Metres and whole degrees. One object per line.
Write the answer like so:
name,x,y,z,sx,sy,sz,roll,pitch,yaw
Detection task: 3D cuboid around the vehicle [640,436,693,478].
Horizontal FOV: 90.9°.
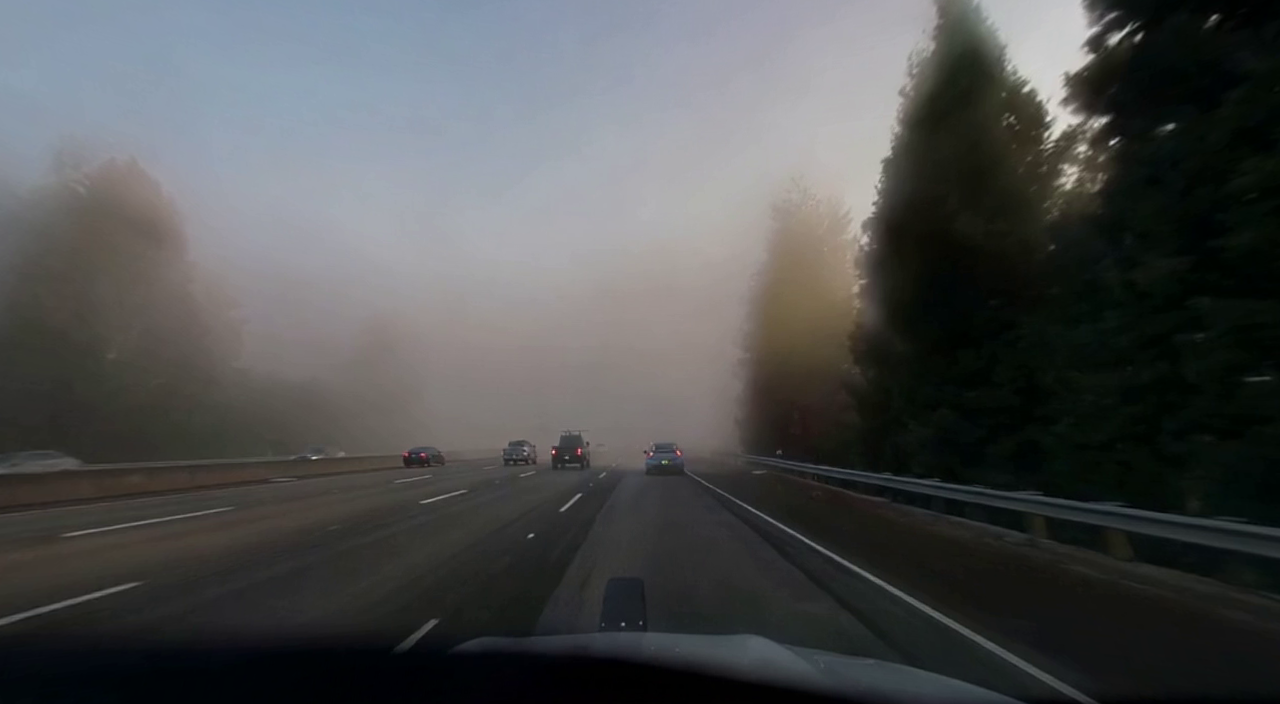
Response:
vehicle,1.082,4.708,28.609,2.135,1.697,4.757,0,-8,-1

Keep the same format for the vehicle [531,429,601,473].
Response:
vehicle,-3.651,5.070,32.424,2.751,2.050,5.761,0,-8,1

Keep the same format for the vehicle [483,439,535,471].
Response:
vehicle,-7.770,6.133,37.890,2.078,1.779,4.610,0,-8,1

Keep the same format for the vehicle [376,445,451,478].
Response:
vehicle,-11.046,5.343,31.152,1.951,1.491,4.697,0,-8,1
